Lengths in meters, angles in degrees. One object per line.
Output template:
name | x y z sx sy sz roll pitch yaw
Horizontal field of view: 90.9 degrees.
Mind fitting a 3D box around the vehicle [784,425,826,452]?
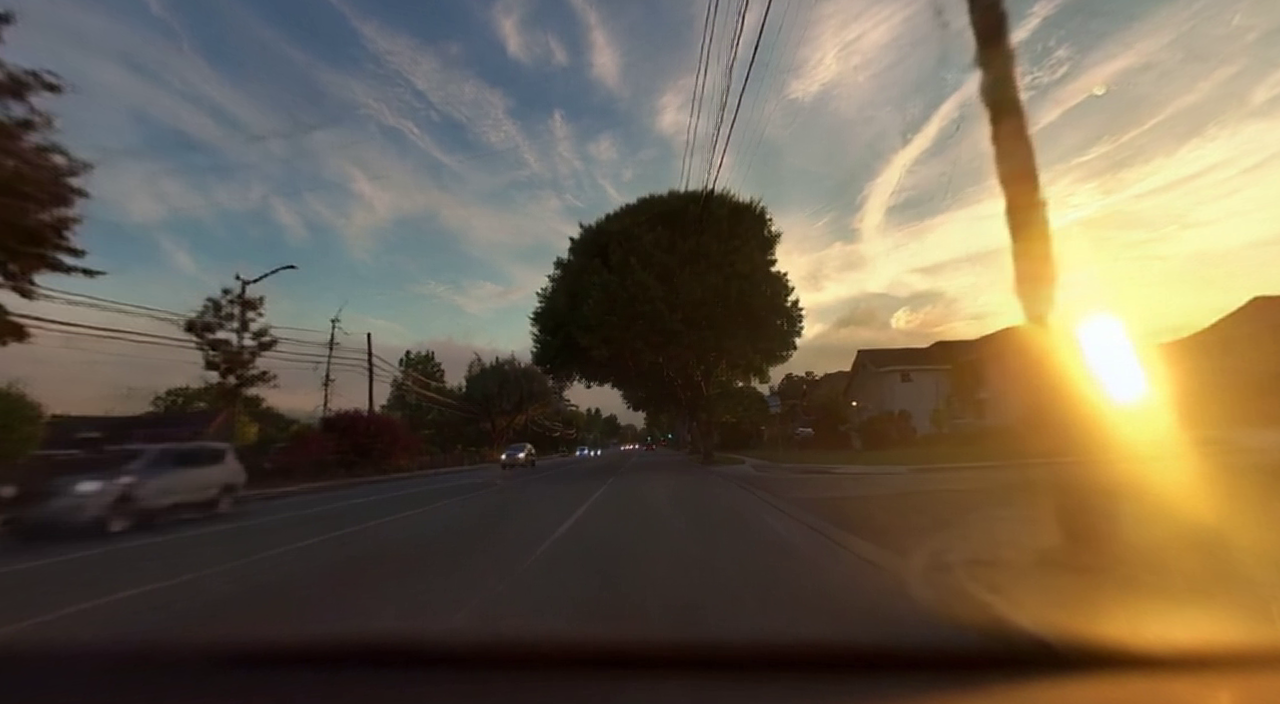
vehicle | 11.097 5.873 42.505 1.737 1.633 3.268 3 -11 -4

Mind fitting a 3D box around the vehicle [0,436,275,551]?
vehicle | -9.281 2.493 11.875 2.003 1.719 4.489 -1 -9 2

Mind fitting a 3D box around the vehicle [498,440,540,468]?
vehicle | -8.713 7.356 45.696 2.057 1.865 4.626 0 -9 1
